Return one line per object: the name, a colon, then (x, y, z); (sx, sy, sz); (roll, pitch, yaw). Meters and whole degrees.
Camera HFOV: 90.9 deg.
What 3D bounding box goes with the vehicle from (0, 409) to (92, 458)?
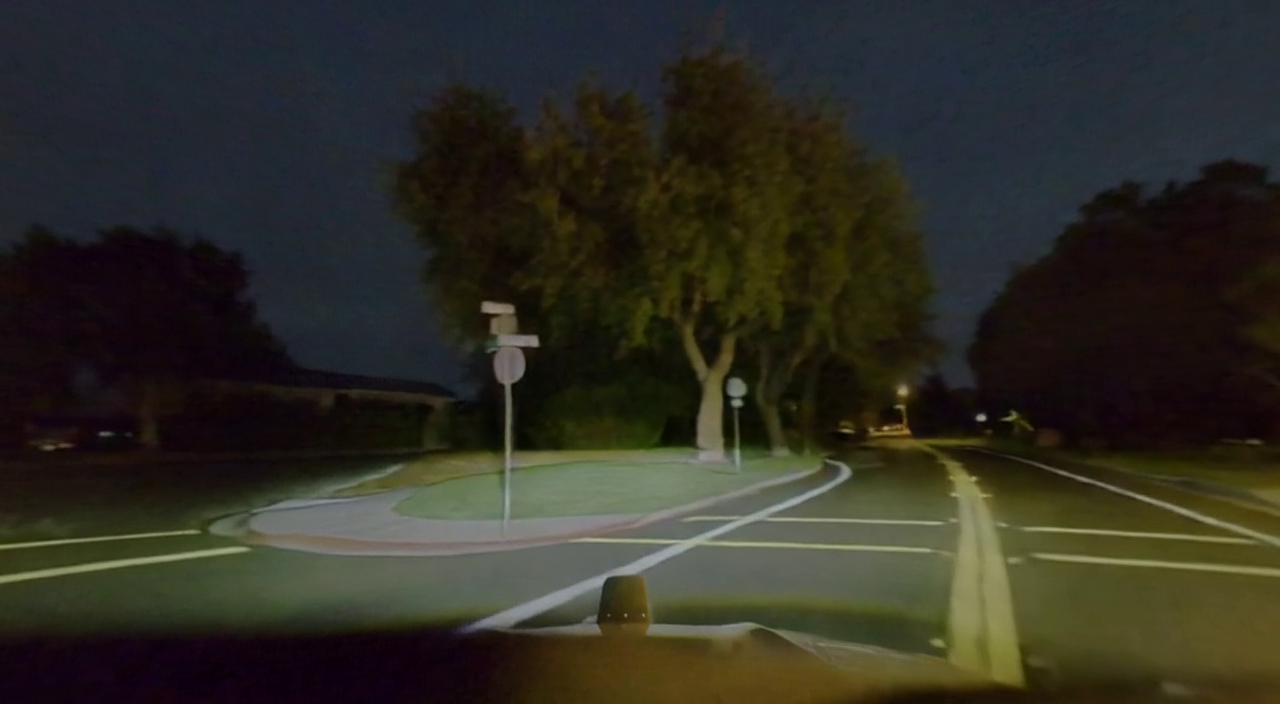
vehicle: (-20.400, 2.771, 21.200); (4.629, 1.477, 1.860); (-6, -11, 36)
